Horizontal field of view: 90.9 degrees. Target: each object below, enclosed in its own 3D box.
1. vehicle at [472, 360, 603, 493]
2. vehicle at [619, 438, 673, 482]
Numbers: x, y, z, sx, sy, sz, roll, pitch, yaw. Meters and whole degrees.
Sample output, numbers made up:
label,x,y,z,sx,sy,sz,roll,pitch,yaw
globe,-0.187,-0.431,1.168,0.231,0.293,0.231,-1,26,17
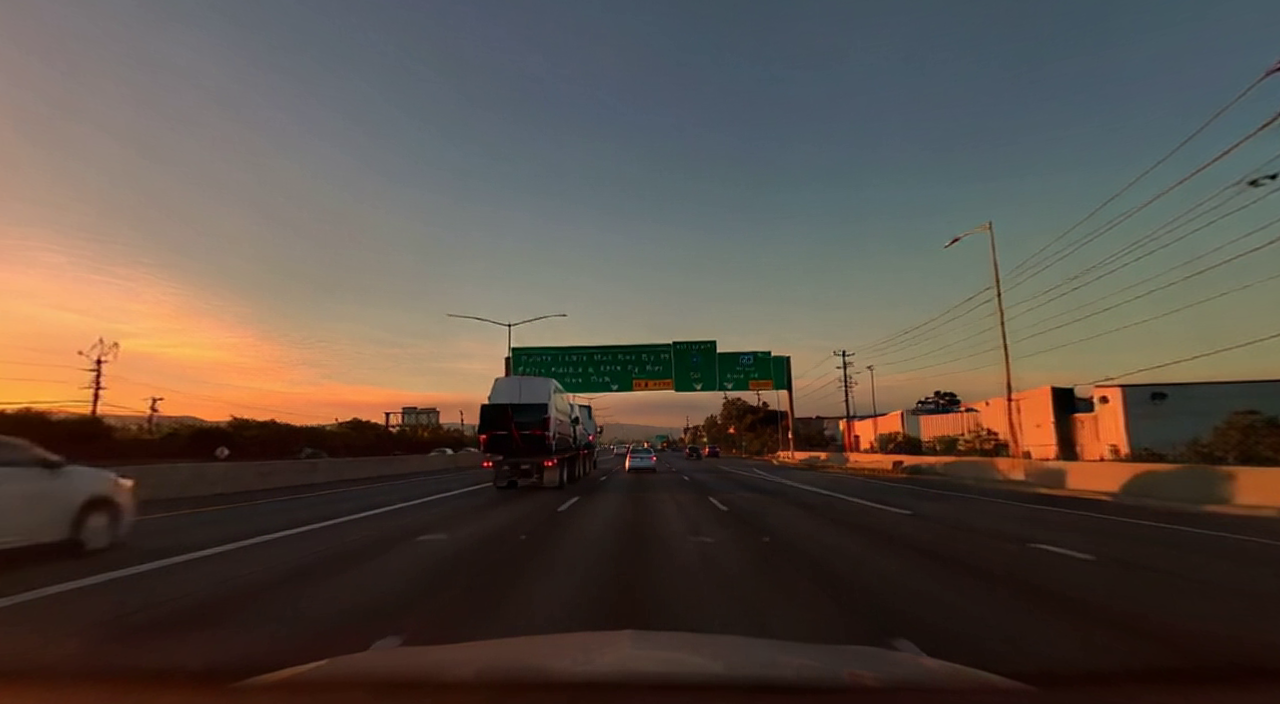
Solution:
label,x,y,z,sx,sy,sz,roll,pitch,yaw
vehicle,-3.790,3.579,28.644,2.888,4.308,16.259,0,-8,1
vehicle,0.258,4.899,29.010,2.279,1.837,4.747,0,-8,0
